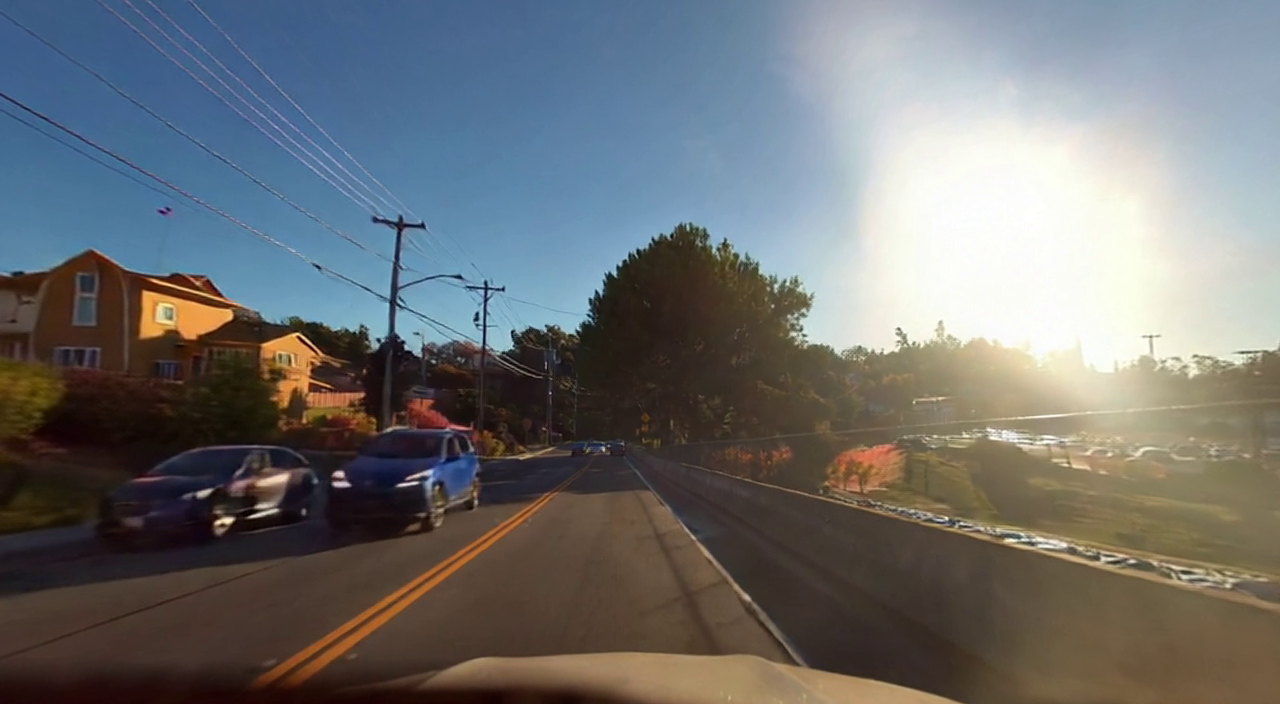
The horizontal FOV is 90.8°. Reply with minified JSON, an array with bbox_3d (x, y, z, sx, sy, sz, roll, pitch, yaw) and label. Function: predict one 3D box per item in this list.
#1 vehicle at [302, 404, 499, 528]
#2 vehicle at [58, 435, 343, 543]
[{"bbox_3d":[-4.246,2.122,12.206,2.057,1.905,4.670,0,-9,-2],"label":"vehicle"},{"bbox_3d":[-7.470,2.337,11.569,1.863,1.522,4.901,0,-9,-3],"label":"vehicle"}]
